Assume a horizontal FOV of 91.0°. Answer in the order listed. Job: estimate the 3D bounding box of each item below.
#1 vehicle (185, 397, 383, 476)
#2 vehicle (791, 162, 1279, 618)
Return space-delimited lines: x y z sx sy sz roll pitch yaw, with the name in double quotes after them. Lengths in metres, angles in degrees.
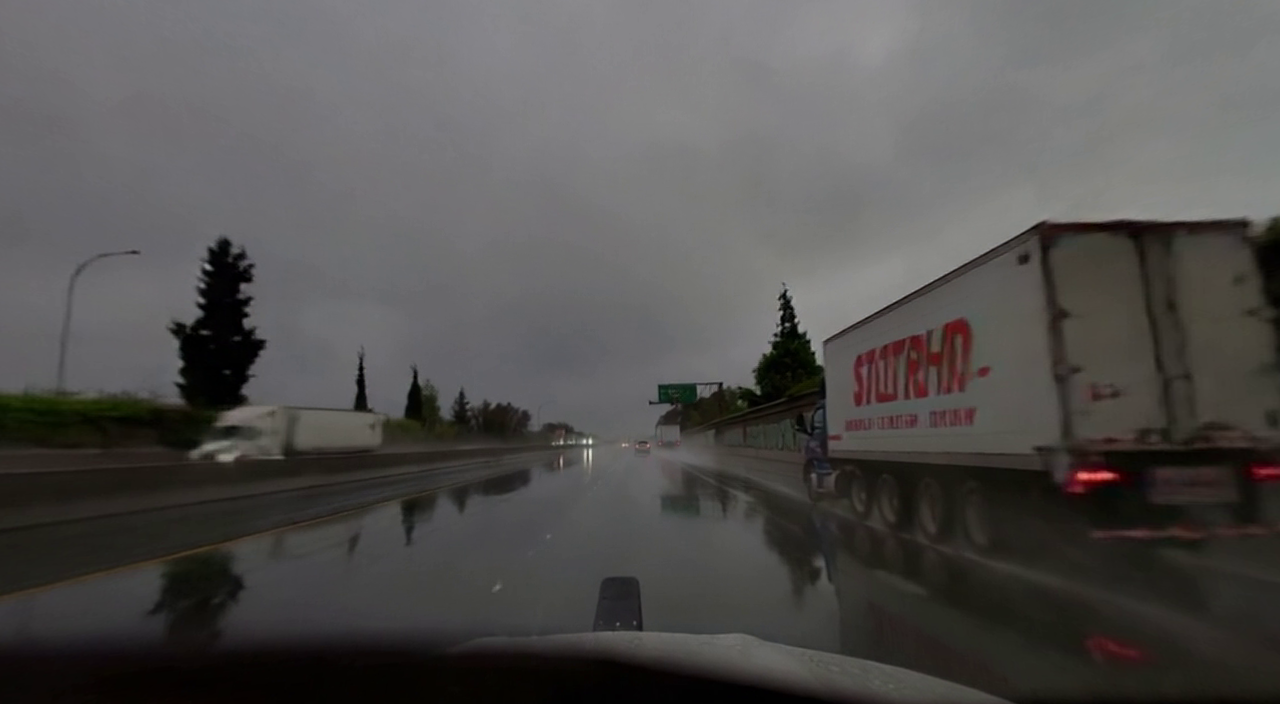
-21.264 5.387 39.974 3.085 3.910 16.801 0 -8 -1 "vehicle"
5.343 0.923 10.042 2.949 3.470 10.539 0 -8 -2 "vehicle"
